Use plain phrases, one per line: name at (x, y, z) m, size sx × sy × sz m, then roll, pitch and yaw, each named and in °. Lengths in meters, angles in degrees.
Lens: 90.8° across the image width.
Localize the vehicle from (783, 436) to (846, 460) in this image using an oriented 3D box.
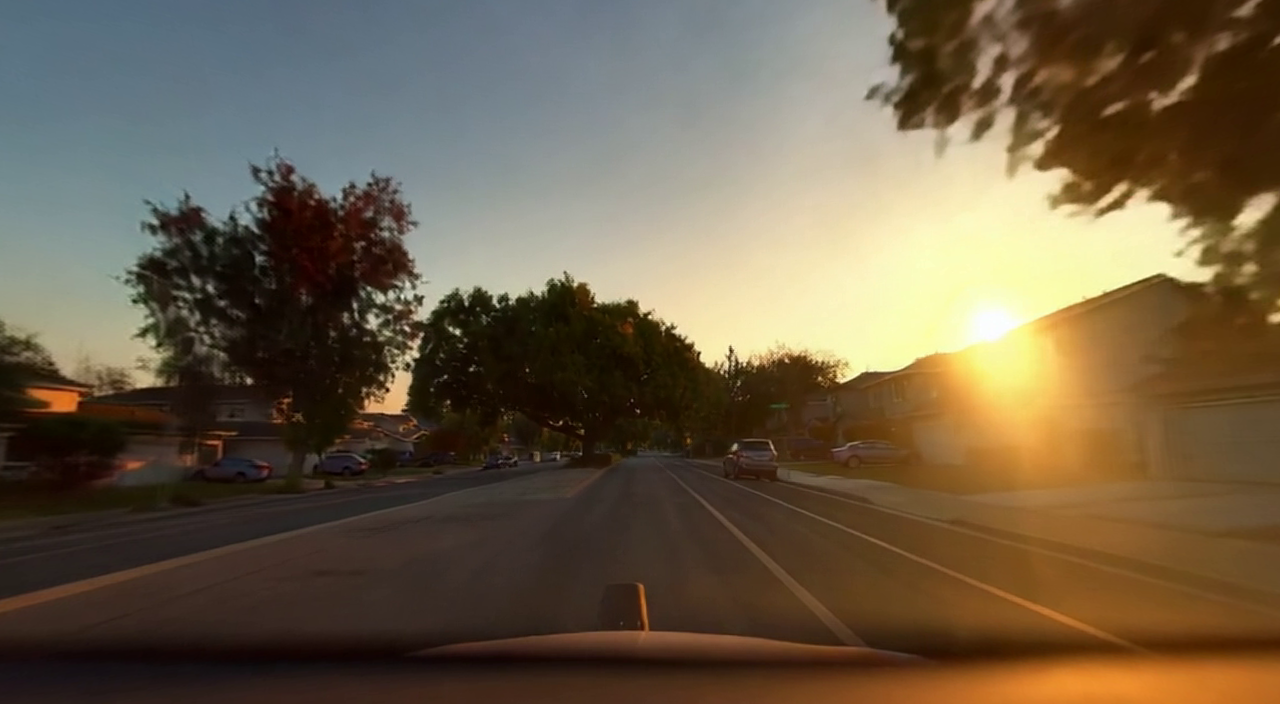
vehicle at (13.584, 7.526, 49.232) m, size 4.577 × 1.770 × 2.006 m, roll -3°, pitch -9°, yaw 18°

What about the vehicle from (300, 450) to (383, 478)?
vehicle at (-20.674, 7.740, 43.893) m, size 4.698 × 1.862 × 2.116 m, roll -1°, pitch -9°, yaw 2°

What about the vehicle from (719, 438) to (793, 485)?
vehicle at (4.839, 4.669, 27.148) m, size 2.196 × 1.801 × 4.778 m, roll 0°, pitch -9°, yaw -1°

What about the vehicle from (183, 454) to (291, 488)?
vehicle at (-21.140, 6.242, 33.284) m, size 4.272 × 1.688 × 1.990 m, roll 0°, pitch -9°, yaw -1°

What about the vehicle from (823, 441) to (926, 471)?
vehicle at (12.143, 5.414, 32.889) m, size 4.577 × 1.490 × 1.903 m, roll 0°, pitch -8°, yaw 0°
